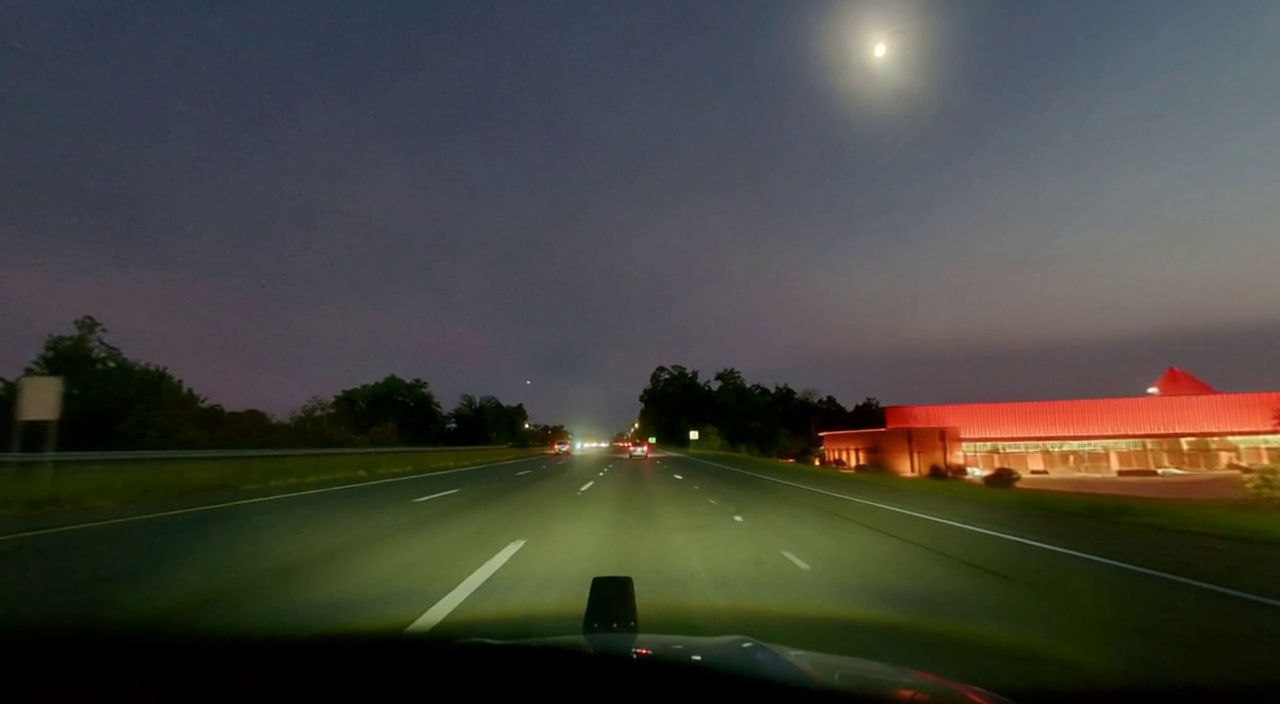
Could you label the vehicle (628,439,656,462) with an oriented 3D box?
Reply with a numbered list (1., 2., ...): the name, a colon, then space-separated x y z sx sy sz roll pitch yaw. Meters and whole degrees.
1. vehicle: 0.156 7.535 48.245 2.073 1.635 4.195 0 -9 0
